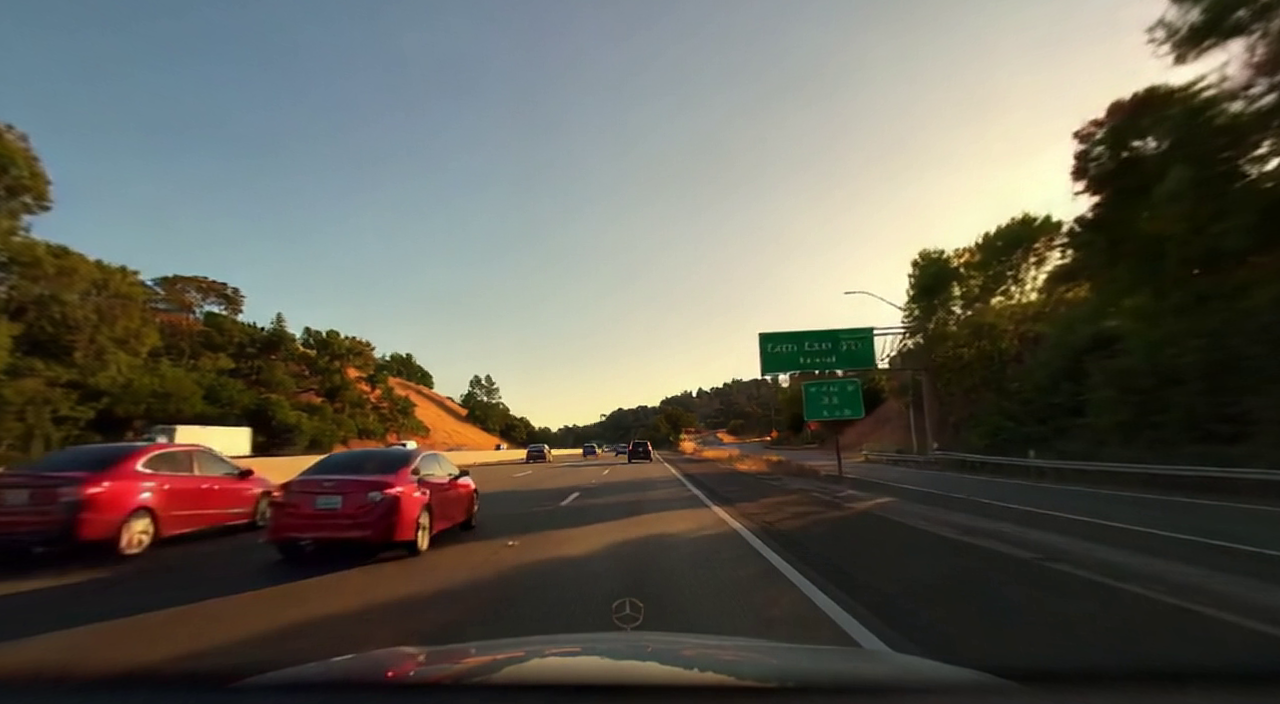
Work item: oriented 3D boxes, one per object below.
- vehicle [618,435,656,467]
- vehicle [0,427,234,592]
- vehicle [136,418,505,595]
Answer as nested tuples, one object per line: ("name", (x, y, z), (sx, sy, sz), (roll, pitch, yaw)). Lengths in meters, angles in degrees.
("vehicle", (-0.139, 6.270, 40.127), (2.309, 1.915, 5.130), (0, -8, 1))
("vehicle", (-6.942, 1.599, 6.734), (2.009, 1.519, 4.697), (-1, -8, 1))
("vehicle", (-3.458, 1.783, 8.338), (2.139, 1.589, 5.102), (0, -8, 1))
